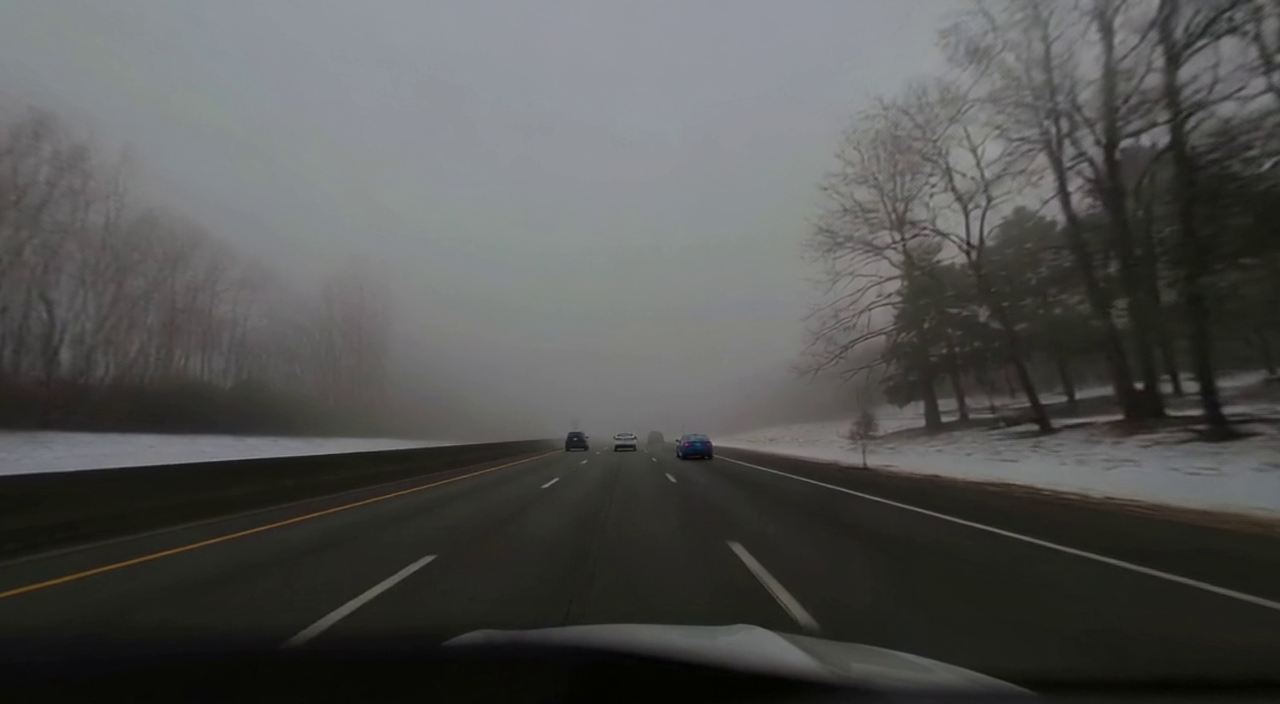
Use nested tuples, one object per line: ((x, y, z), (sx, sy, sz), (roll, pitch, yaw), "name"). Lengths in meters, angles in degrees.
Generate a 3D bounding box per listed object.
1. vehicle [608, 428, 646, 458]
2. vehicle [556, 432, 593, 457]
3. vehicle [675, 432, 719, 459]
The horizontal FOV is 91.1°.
((-0.777, 5.517, 38.113), (2.182, 1.680, 4.253), (0, -8, -1), "vehicle")
((-4.189, 5.979, 40.727), (2.041, 1.546, 4.080), (0, -8, -1), "vehicle")
((3.312, 5.510, 37.155), (2.056, 1.479, 4.660), (0, -8, -1), "vehicle")
